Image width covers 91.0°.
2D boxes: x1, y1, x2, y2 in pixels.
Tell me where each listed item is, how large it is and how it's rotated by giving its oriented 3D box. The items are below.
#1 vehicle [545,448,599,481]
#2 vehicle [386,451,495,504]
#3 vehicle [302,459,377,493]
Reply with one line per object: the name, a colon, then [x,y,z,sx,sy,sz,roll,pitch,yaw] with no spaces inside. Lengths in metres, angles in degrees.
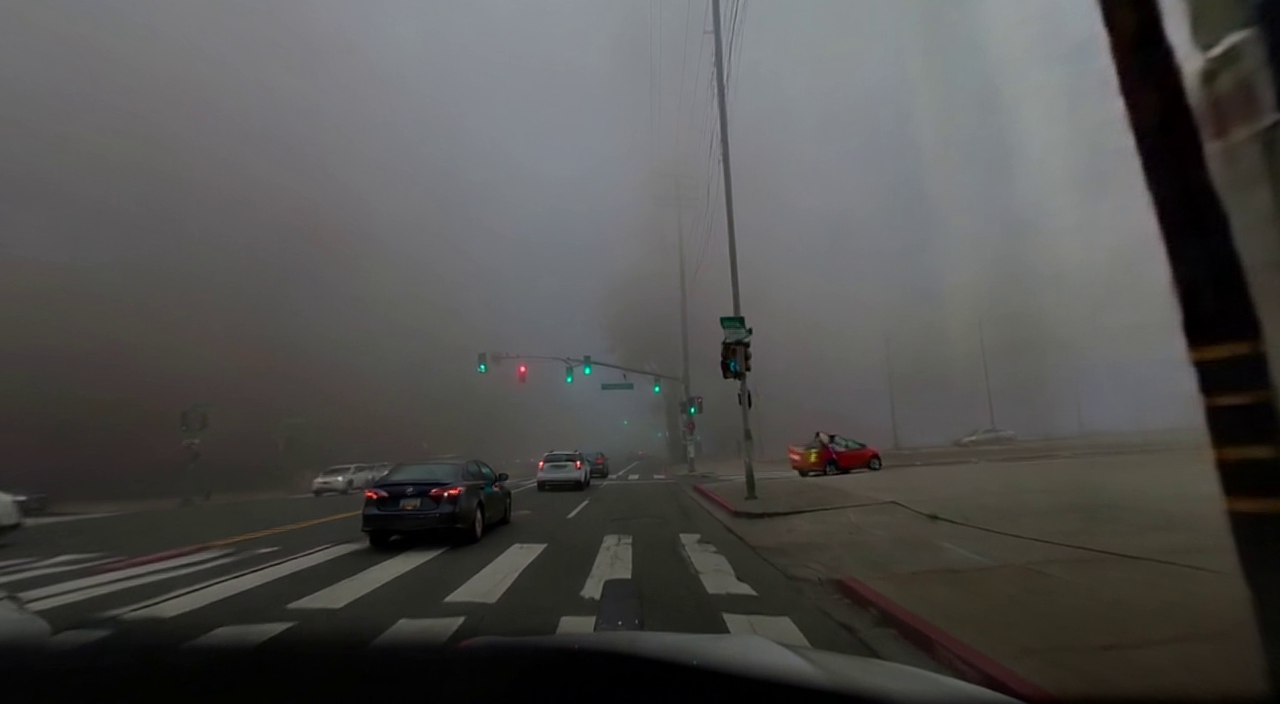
vehicle: [-3.244,5.497,31.102,2.147,1.472,4.406,0,-9,0]
vehicle: [-6.316,4.000,20.539,1.960,1.479,4.654,0,-9,1]
vehicle: [-15.513,6.398,32.759,1.955,1.500,4.458,1,-9,-4]
